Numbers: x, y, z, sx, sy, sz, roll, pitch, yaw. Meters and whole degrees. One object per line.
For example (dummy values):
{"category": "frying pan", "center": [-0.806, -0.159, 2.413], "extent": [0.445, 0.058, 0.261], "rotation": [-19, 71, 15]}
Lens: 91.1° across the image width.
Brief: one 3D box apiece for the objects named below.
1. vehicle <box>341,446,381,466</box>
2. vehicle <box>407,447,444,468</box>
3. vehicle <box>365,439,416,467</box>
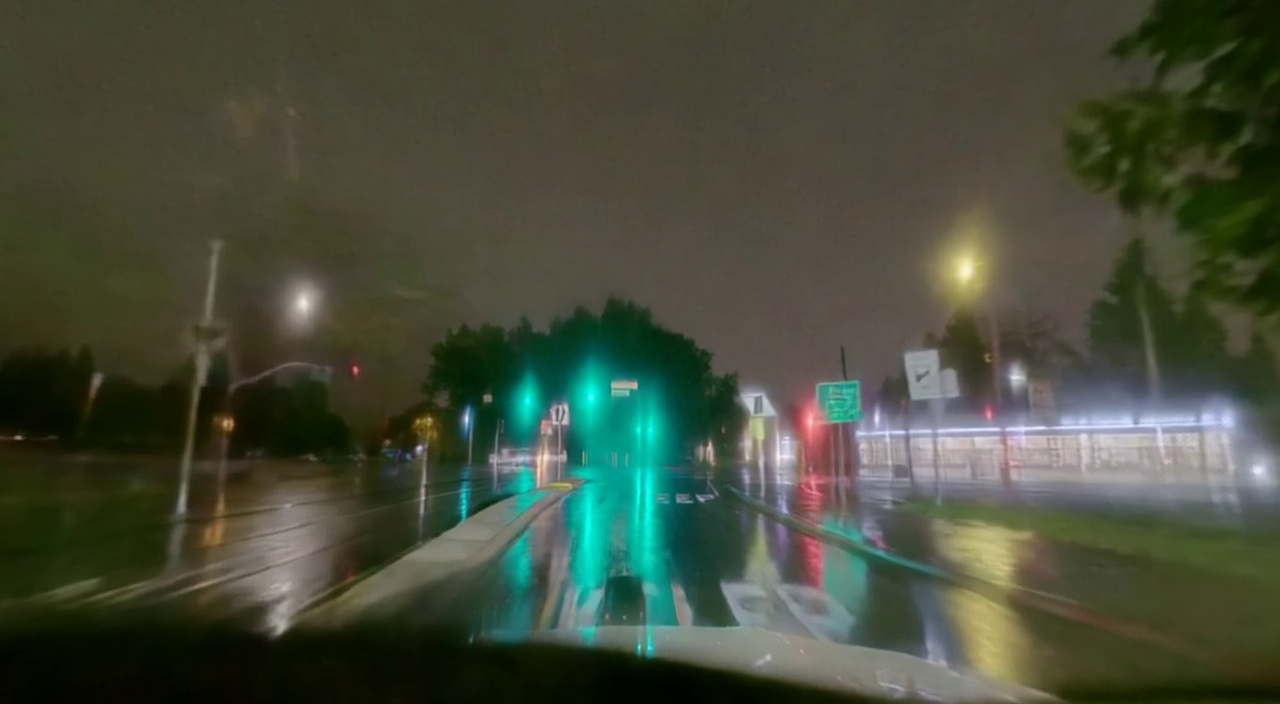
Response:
{"category": "vehicle", "center": [-21.705, 8.104, 48.915], "extent": [1.799, 1.422, 3.890], "rotation": [3, -8, -9]}
{"category": "vehicle", "center": [-15.311, 7.553, 45.009], "extent": [1.789, 1.399, 4.236], "rotation": [2, -9, -9]}
{"category": "vehicle", "center": [-18.351, 7.482, 46.470], "extent": [2.337, 1.934, 4.843], "rotation": [2, -9, -8]}
